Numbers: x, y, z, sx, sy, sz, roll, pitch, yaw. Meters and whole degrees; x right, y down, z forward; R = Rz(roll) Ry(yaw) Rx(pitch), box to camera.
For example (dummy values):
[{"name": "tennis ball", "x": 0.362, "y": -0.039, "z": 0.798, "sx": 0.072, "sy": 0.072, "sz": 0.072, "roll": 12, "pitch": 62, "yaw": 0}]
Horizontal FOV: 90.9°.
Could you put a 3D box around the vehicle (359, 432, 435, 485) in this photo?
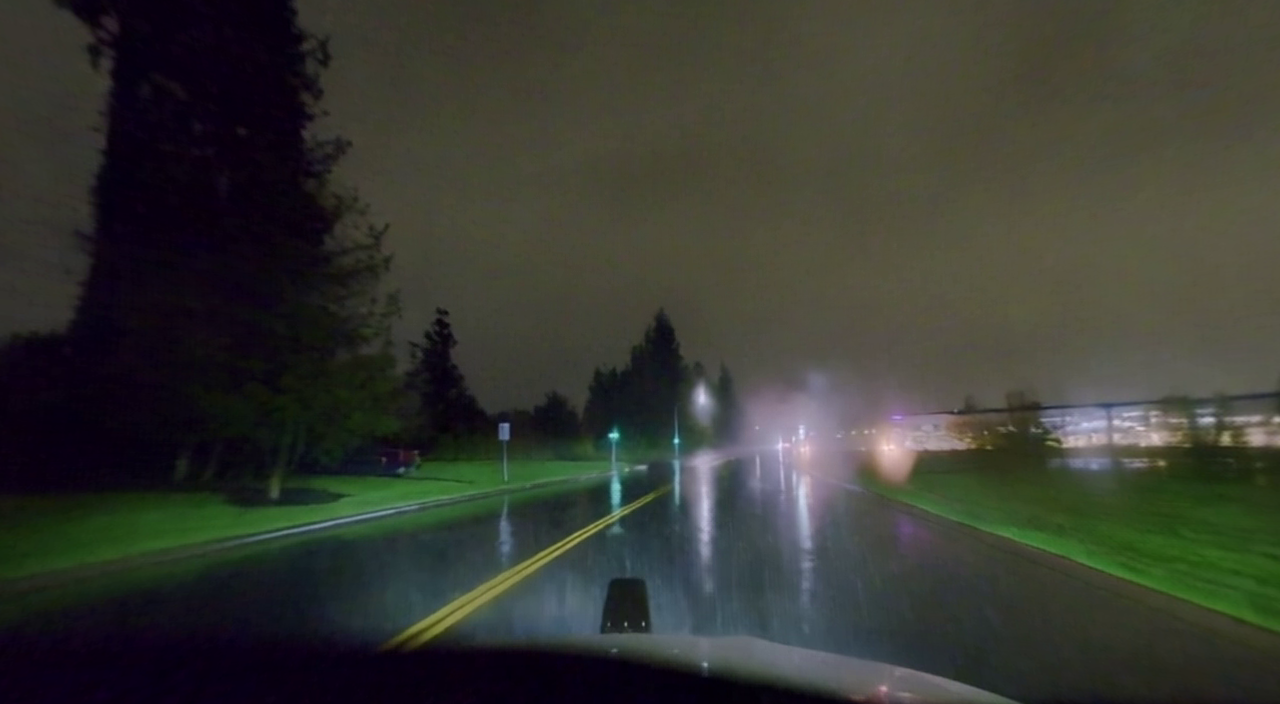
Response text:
[{"name": "vehicle", "x": -9.203, "y": 4.111, "z": 24.344, "sx": 2.244, "sy": 1.796, "sz": 5.170, "roll": 3, "pitch": -10, "yaw": -16}]

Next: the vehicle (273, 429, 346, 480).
[{"name": "vehicle", "x": -12.828, "y": 3.971, "z": 24.610, "sx": 2.192, "sy": 1.740, "sz": 4.521, "roll": 4, "pitch": -10, "yaw": -26}]
